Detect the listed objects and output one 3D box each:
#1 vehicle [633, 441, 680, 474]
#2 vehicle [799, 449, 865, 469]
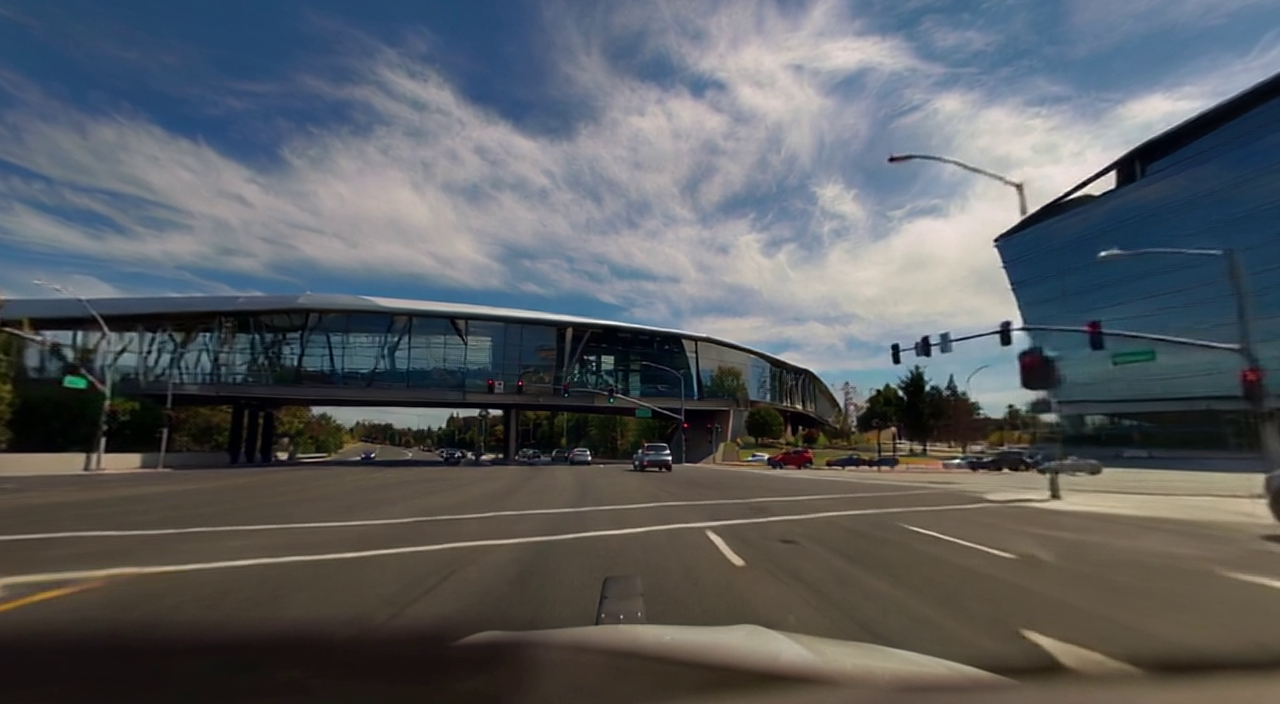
[{"bbox_3d":[0.856,5.896,35.454,2.024,1.724,3.928,1,-9,-7],"label":"vehicle"},{"bbox_3d":[14.437,7.990,47.489,4.538,1.417,1.948,4,-9,-26],"label":"vehicle"}]
